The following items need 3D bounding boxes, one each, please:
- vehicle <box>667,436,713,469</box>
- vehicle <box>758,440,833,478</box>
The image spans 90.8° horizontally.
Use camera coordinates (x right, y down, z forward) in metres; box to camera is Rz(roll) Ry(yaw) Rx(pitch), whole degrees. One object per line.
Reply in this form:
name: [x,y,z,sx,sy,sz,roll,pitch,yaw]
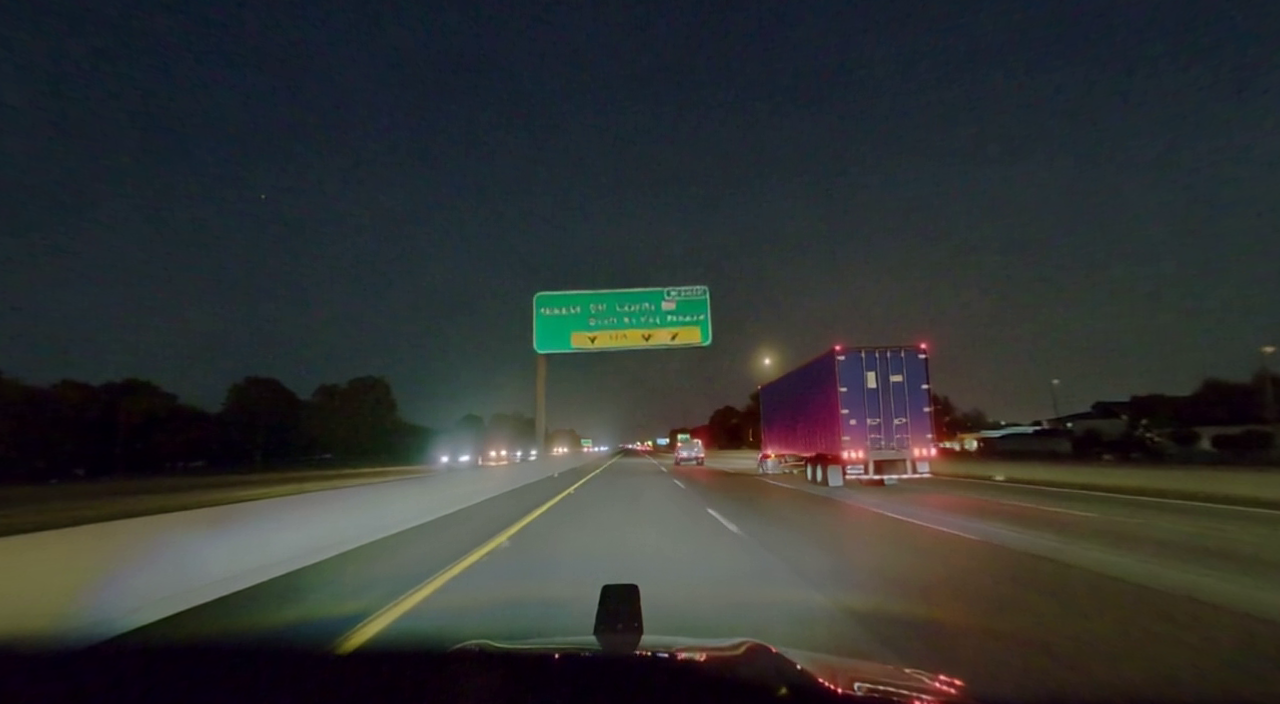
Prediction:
vehicle: [2.870,5.940,37.538,2.258,1.824,4.908,0,-9,-1]
vehicle: [6.477,4.502,26.790,2.009,1.456,4.097,0,-9,-1]
